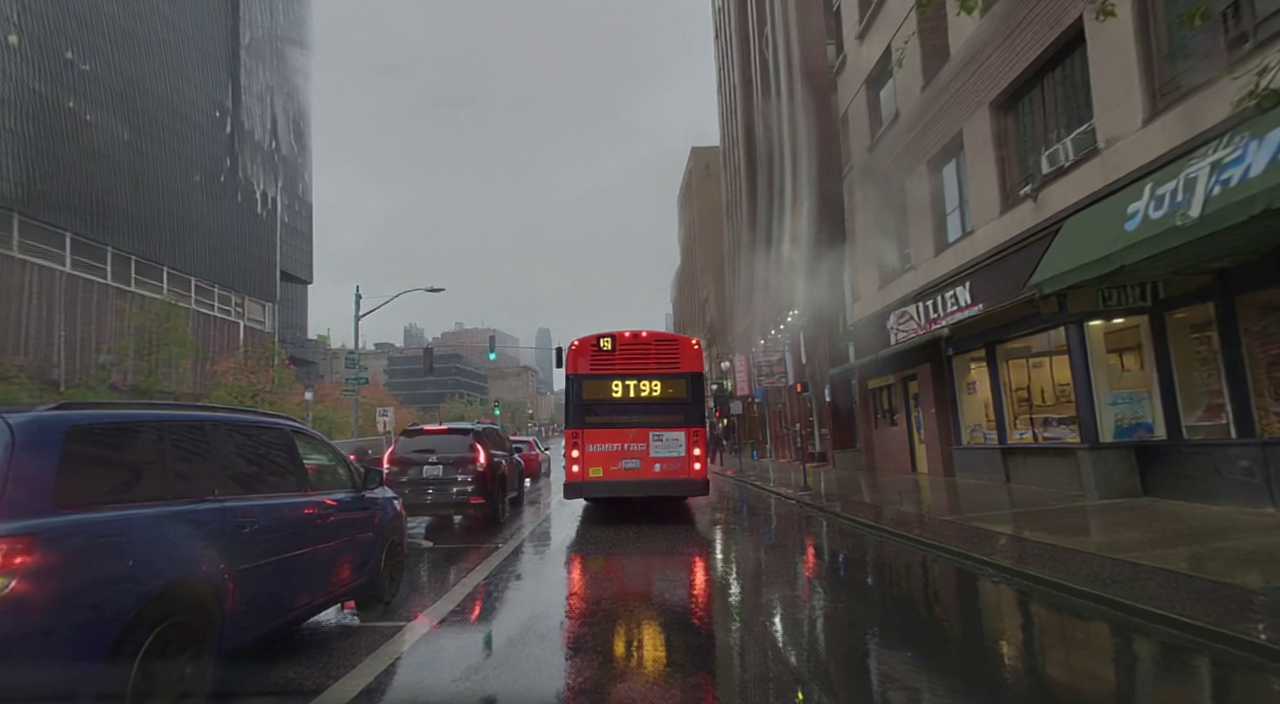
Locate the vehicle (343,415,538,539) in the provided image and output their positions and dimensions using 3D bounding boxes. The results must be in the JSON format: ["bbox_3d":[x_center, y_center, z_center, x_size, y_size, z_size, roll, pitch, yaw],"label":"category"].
[{"bbox_3d":[-3.346,2.203,11.781,2.096,1.828,4.669,0,-8,0],"label":"vehicle"}]

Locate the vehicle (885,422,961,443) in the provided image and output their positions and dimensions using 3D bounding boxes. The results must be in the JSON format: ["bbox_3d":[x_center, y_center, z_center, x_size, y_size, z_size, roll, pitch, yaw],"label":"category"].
[{"bbox_3d":[21.198,6.067,47.355,4.827,1.555,1.863,1,-9,-7],"label":"vehicle"}]

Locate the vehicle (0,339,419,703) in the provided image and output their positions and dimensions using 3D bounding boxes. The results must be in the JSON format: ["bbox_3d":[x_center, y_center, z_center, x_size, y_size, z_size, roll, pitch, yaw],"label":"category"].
[{"bbox_3d":[-3.213,1.097,3.988,2.020,1.725,4.384,0,-8,0],"label":"vehicle"}]

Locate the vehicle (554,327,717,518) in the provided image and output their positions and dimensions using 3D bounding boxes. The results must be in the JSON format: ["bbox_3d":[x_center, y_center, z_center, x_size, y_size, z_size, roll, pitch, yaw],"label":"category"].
[{"bbox_3d":[-0.324,1.990,16.503,2.938,3.468,9.972,0,-9,-3],"label":"vehicle"}]

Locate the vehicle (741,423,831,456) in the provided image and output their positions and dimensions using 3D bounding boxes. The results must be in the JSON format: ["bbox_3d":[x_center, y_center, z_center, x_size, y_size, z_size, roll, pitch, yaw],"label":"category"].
[{"bbox_3d":[9.961,6.048,43.506,5.788,2.165,2.491,-2,-9,10],"label":"vehicle"}]
